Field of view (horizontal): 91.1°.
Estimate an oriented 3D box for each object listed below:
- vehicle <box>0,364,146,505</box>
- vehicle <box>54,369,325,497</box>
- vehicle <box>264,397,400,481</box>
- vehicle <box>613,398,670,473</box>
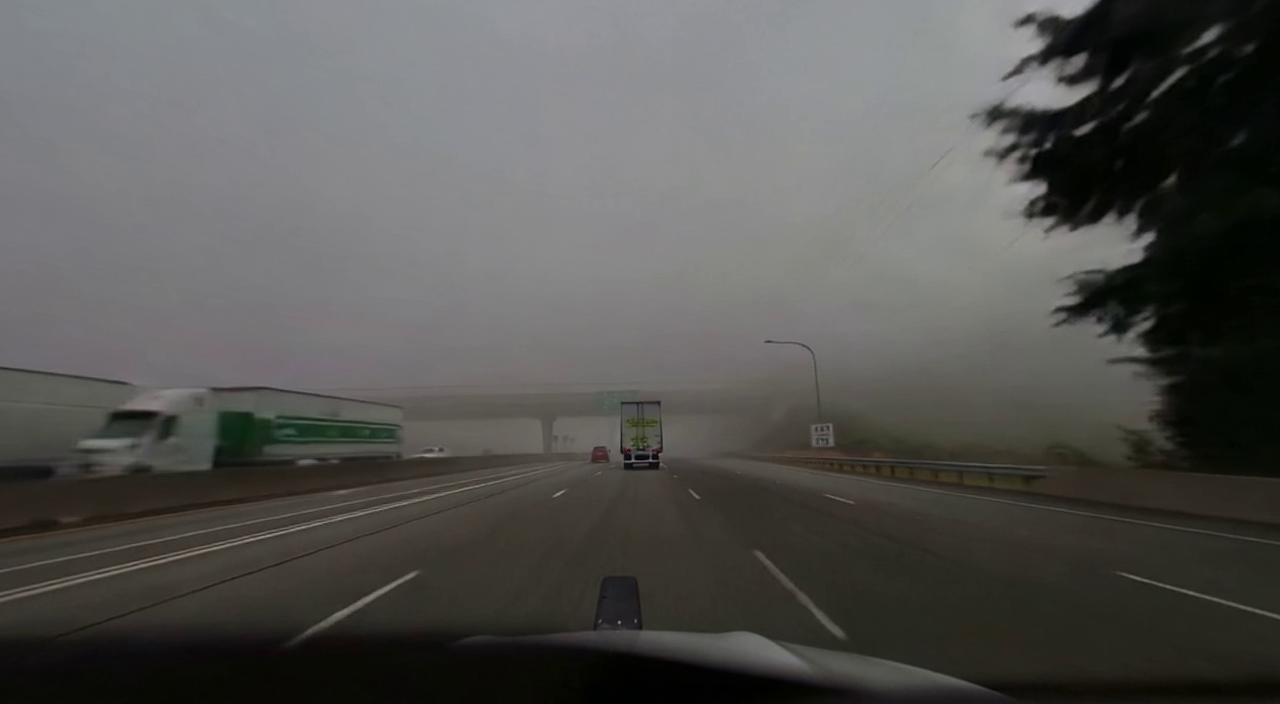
[{"bbox_3d":[-20.119,2.178,16.795,2.775,4.063,13.544,-1,-9,0],"label":"vehicle"},{"bbox_3d":[-15.942,3.182,23.795,2.809,3.787,9.920,0,-9,0],"label":"vehicle"},{"bbox_3d":[-15.886,4.678,33.360,2.816,3.829,8.260,-1,-9,1],"label":"vehicle"},{"bbox_3d":[-0.008,5.448,40.285,3.025,4.002,12.709,0,-9,-1],"label":"vehicle"}]
